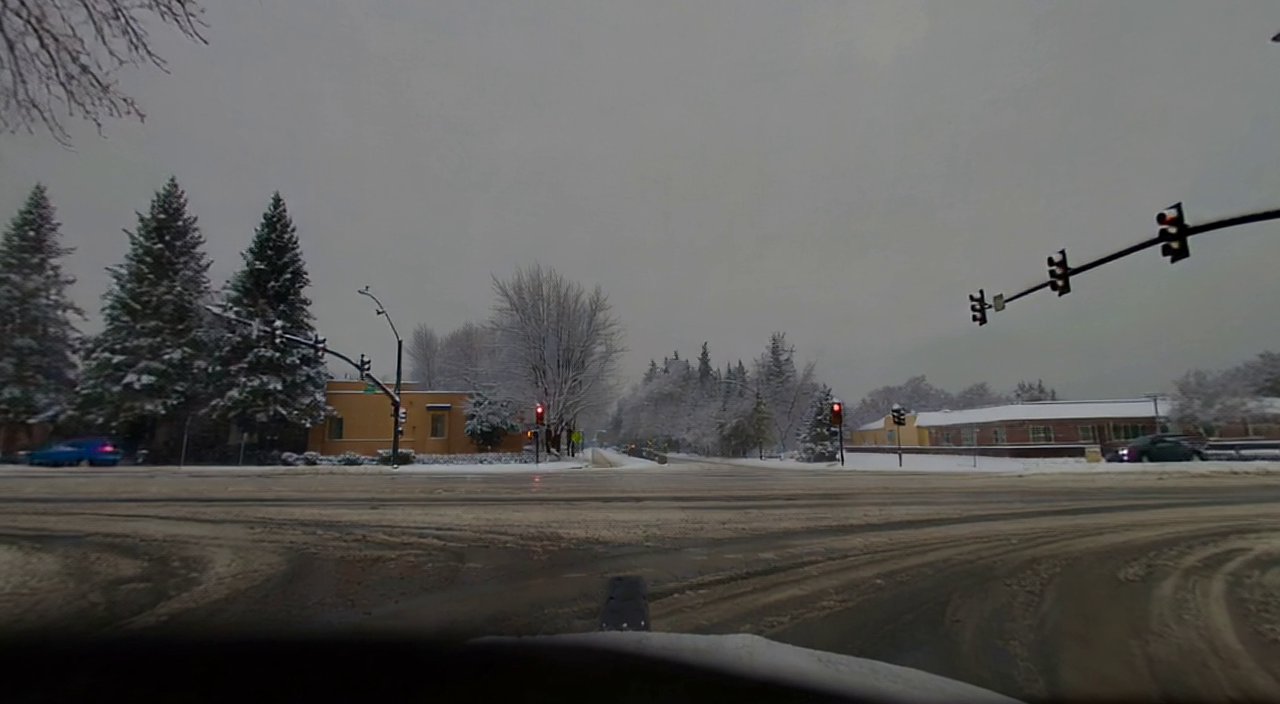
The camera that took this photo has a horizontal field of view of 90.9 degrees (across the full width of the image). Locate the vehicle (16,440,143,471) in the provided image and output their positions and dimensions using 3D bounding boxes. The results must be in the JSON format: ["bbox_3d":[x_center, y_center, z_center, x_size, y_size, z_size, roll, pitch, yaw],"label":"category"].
[{"bbox_3d":[-28.332,5.245,31.961,4.681,1.465,1.820,0,-9,0],"label":"vehicle"}]

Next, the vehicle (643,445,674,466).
[{"bbox_3d":[1.279,7.628,46.470,2.132,1.449,4.235,0,-9,0],"label":"vehicle"}]
